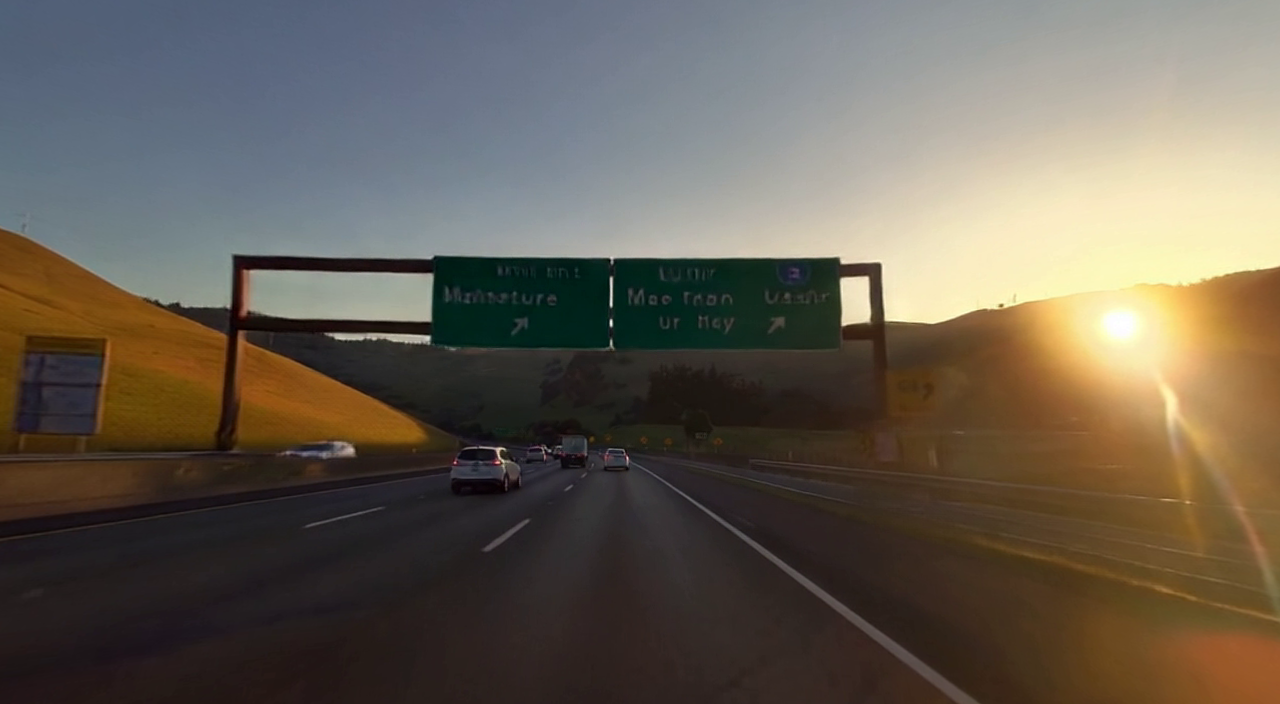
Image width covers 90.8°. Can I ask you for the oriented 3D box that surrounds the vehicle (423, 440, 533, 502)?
[{"bbox_3d":[-4.653,3.481,18.867,2.208,1.619,4.162,0,-9,-1],"label":"vehicle"}]

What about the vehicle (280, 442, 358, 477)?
[{"bbox_3d":[-15.402,5.171,30.509,1.869,1.545,3.739,0,-9,-2],"label":"vehicle"}]

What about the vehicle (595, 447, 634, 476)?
[{"bbox_3d":[-1.415,6.002,34.810,1.988,1.440,4.201,0,-9,-3],"label":"vehicle"}]

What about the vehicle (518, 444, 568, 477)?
[{"bbox_3d":[-5.202,5.865,34.292,2.118,1.624,4.032,0,-9,-1],"label":"vehicle"}]
